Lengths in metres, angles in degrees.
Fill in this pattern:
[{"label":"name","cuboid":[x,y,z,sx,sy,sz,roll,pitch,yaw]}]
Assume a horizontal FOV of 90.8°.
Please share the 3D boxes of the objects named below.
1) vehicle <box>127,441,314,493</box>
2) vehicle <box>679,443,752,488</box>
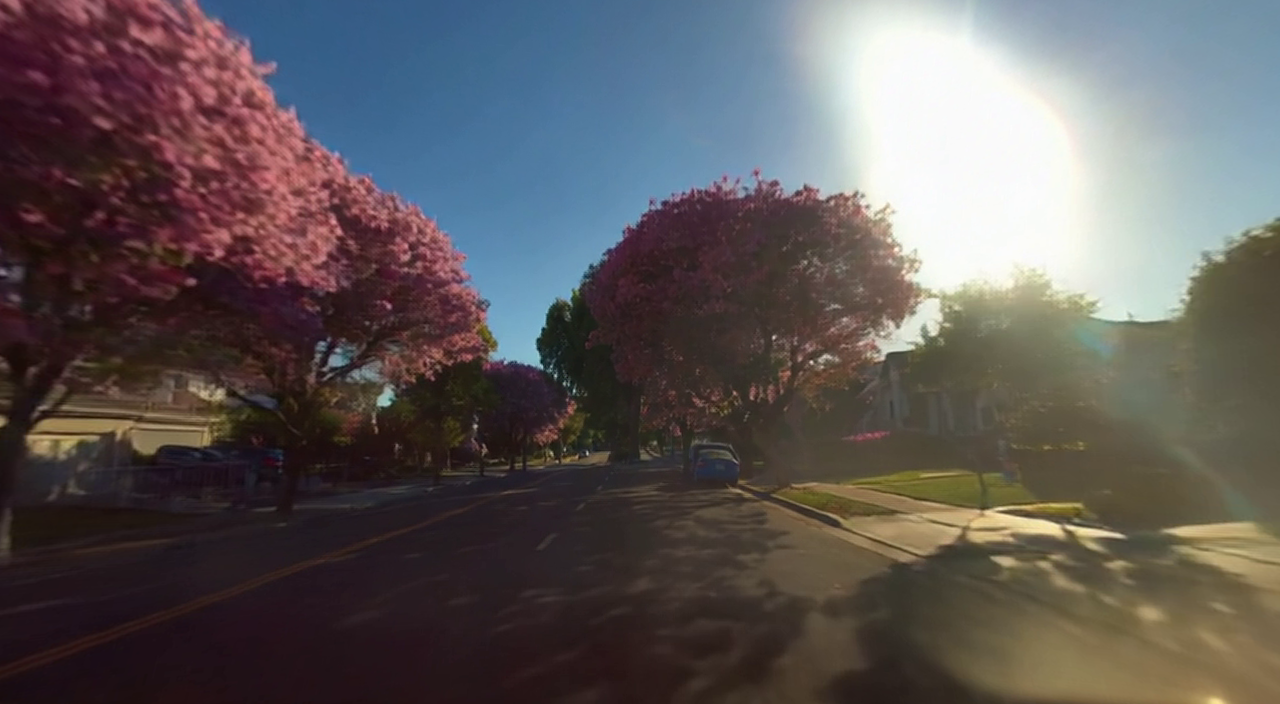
[{"label":"vehicle","cuboid":[-16.690,4.558,25.433,5.902,1.796,2.183,-1,-7,-3]},{"label":"vehicle","cuboid":[2.652,4.092,23.252,2.022,1.455,4.406,0,-8,-1]}]
